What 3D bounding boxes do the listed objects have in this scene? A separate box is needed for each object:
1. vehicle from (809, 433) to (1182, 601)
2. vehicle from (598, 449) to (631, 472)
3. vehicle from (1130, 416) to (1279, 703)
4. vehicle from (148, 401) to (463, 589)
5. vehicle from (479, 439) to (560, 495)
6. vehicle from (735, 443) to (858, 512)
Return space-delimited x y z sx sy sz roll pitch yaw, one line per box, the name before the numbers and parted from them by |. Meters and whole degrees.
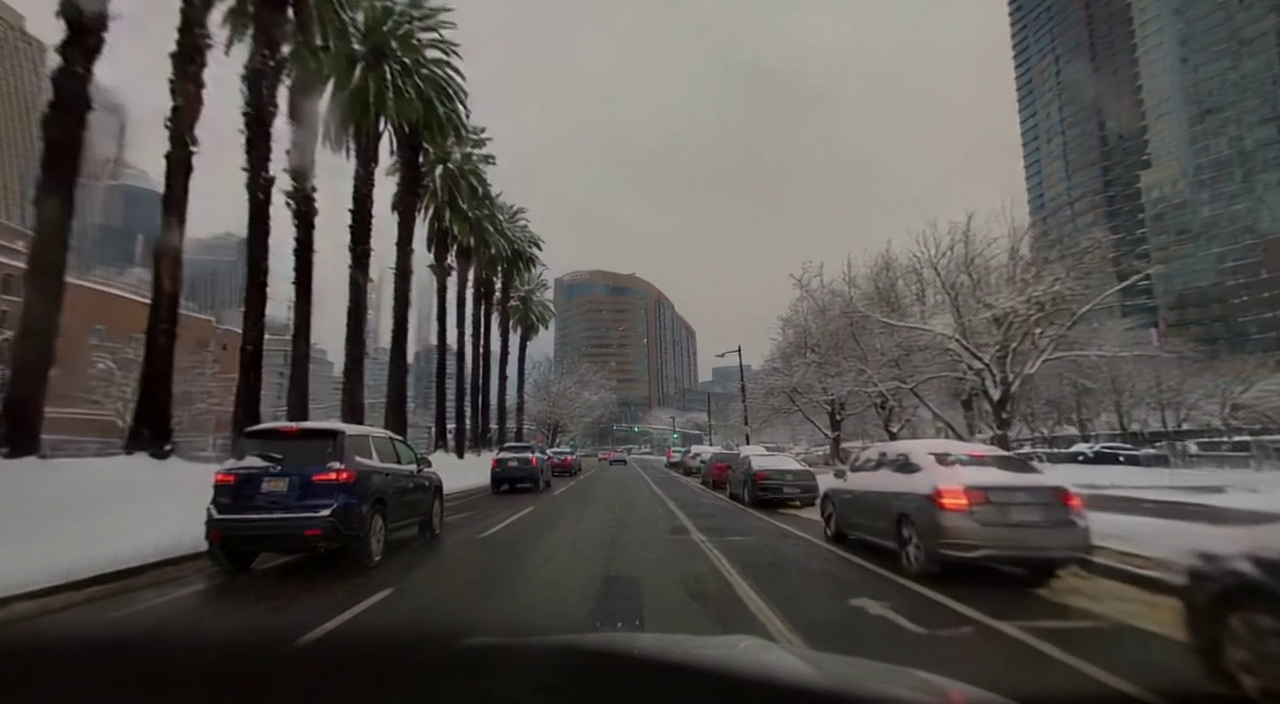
vehicle | 3.842 1.843 8.072 1.925 1.486 4.744 0 -9 -1
vehicle | -1.751 7.184 41.876 2.036 1.461 3.890 1 -9 -5
vehicle | 3.964 0.770 1.155 2.138 1.447 4.793 1 -9 -3
vehicle | -3.827 1.702 8.245 1.800 1.797 4.224 0 -9 -1
vehicle | -4.090 3.967 22.096 2.014 1.740 4.392 0 -9 -1
vehicle | 3.842 3.149 16.357 1.873 1.511 4.523 0 -9 -2
